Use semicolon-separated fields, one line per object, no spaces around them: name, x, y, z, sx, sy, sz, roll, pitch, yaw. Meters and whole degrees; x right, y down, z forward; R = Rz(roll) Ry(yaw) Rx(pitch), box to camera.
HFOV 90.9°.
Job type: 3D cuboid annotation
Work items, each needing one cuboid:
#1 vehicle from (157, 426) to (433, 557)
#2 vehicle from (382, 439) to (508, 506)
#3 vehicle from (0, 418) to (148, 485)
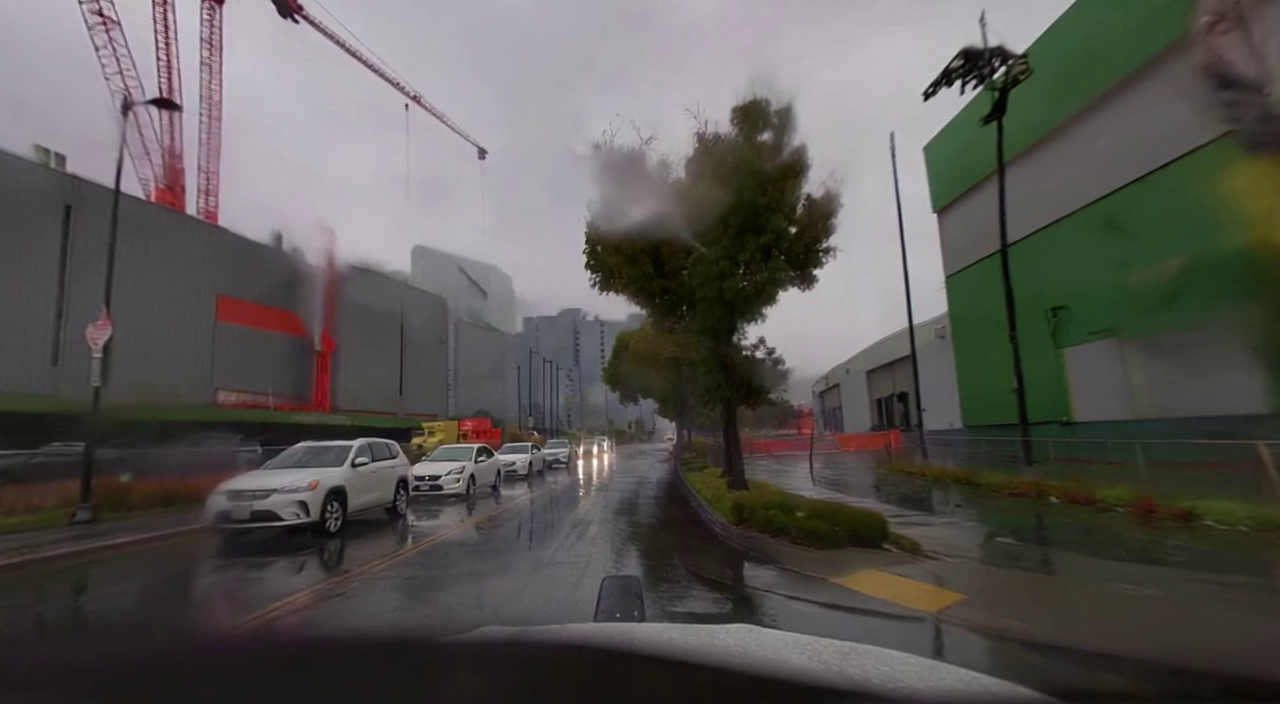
vehicle;-5.027;2.021;9.974;1.913;1.620;3.982;-1;-8;4
vehicle;-4.755;2.954;16.006;1.806;1.451;3.878;-1;-8;2
vehicle;-18.764;3.112;19.913;5.220;1.906;2.069;-2;-8;13
